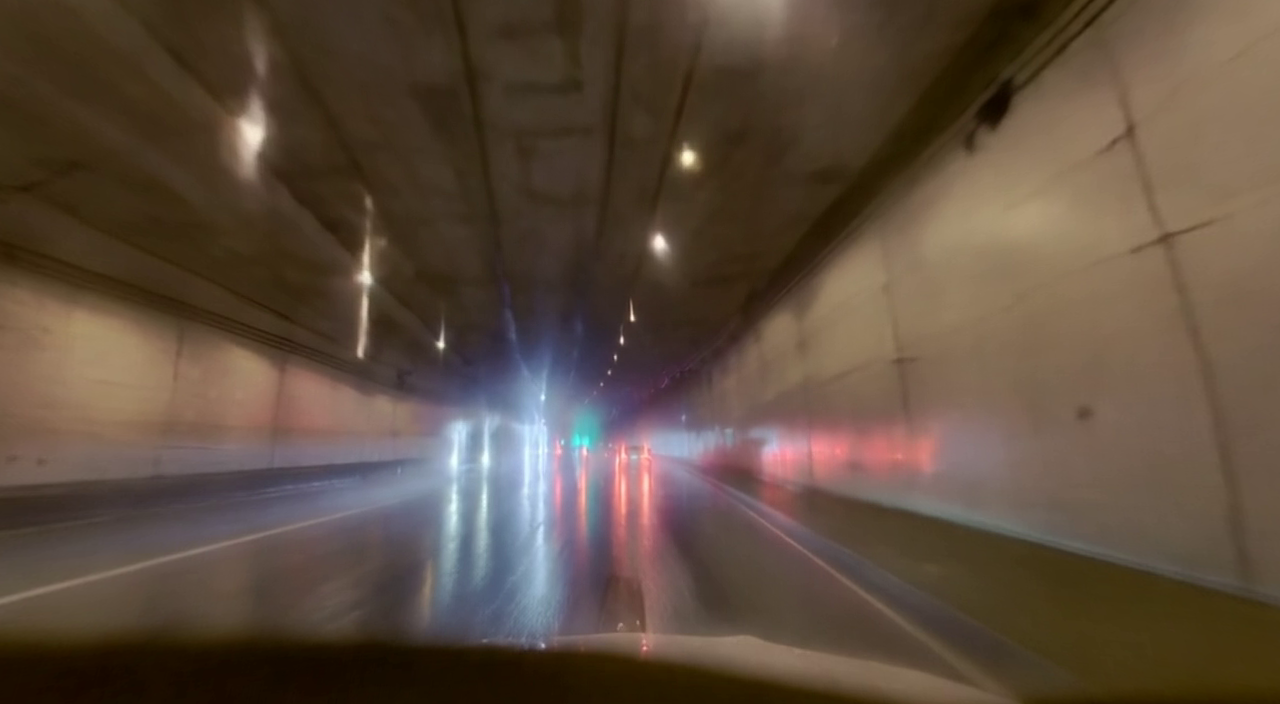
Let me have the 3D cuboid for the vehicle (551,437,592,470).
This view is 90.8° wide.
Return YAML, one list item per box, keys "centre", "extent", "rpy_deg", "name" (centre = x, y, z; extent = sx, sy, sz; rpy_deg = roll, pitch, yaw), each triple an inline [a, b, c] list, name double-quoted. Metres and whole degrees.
- centre: [-3.810, 5.669, 35.588]
  extent: [1.961, 1.725, 4.315]
  rpy_deg: [0, -8, -2]
  name: "vehicle"
